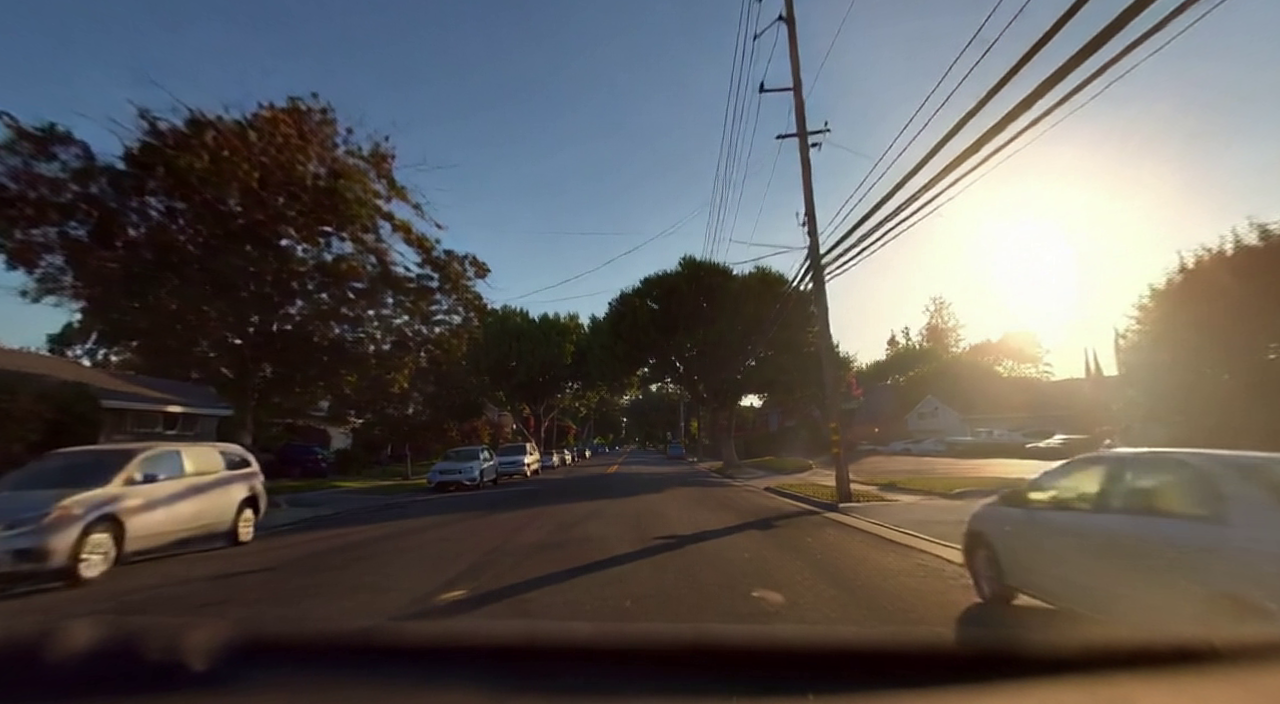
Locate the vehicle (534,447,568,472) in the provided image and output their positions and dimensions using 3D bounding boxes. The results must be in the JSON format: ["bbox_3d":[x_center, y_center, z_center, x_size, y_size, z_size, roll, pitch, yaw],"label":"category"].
[{"bbox_3d":[-6.679,8.152,47.911,1.852,1.510,4.812,-4,-7,-1],"label":"vehicle"}]

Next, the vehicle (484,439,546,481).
[{"bbox_3d":[-6.491,5.624,33.414,2.144,1.955,6.159,0,-7,-1],"label":"vehicle"}]

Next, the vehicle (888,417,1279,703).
[{"bbox_3d":[3.494,1.232,4.076,1.909,1.462,4.740,0,-8,1],"label":"vehicle"}]

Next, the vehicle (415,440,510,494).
[{"bbox_3d":[-6.575,4.297,24.113,2.120,1.799,5.370,-1,-8,0],"label":"vehicle"}]

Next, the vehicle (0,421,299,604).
[{"bbox_3d":[-6.657,1.871,8.222,2.027,1.695,4.437,-3,-8,-1],"label":"vehicle"}]
